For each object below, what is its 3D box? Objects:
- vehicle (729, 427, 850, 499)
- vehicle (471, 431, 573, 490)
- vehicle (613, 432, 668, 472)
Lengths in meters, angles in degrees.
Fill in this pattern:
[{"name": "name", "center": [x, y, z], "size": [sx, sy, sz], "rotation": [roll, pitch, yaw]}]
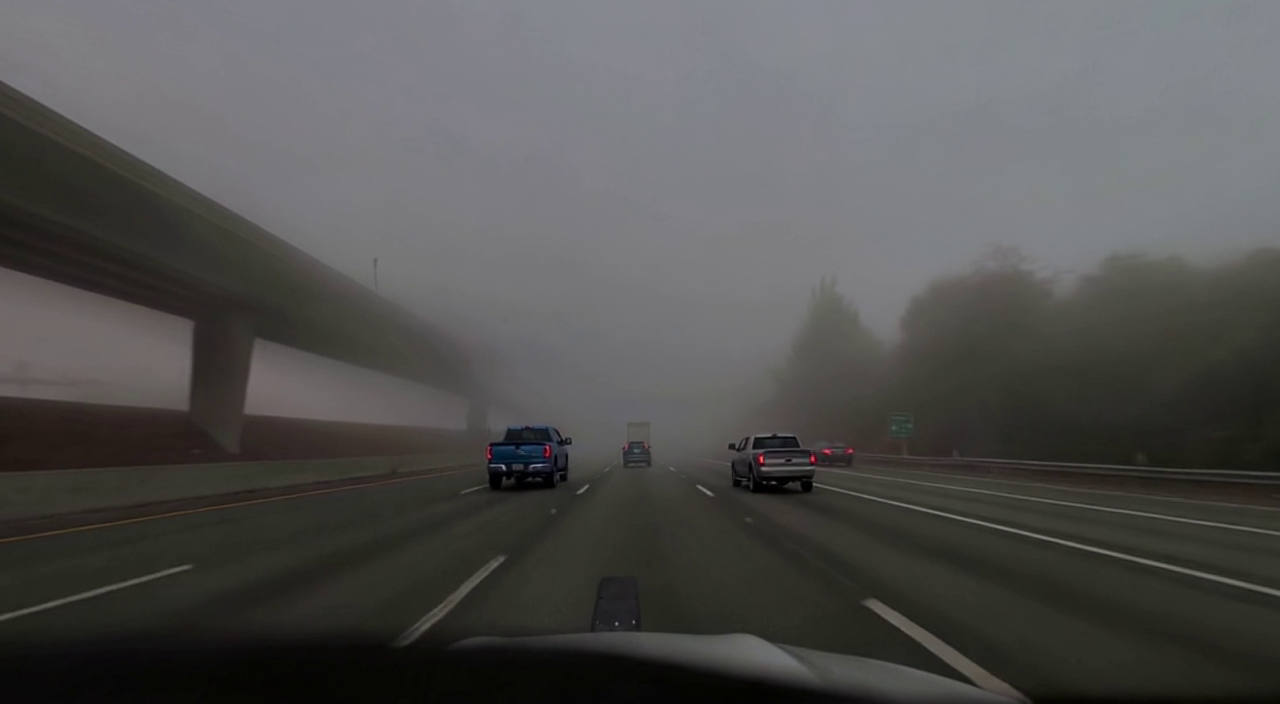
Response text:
[{"name": "vehicle", "center": [3.776, 2.893, 16.749], "size": [2.119, 1.653, 4.000], "rotation": [0, -9, -1]}, {"name": "vehicle", "center": [-3.756, 3.594, 21.245], "size": [2.535, 1.715, 5.030], "rotation": [0, -9, -1]}, {"name": "vehicle", "center": [0.019, 5.198, 32.943], "size": [2.572, 1.837, 5.693], "rotation": [0, -9, 0]}]
